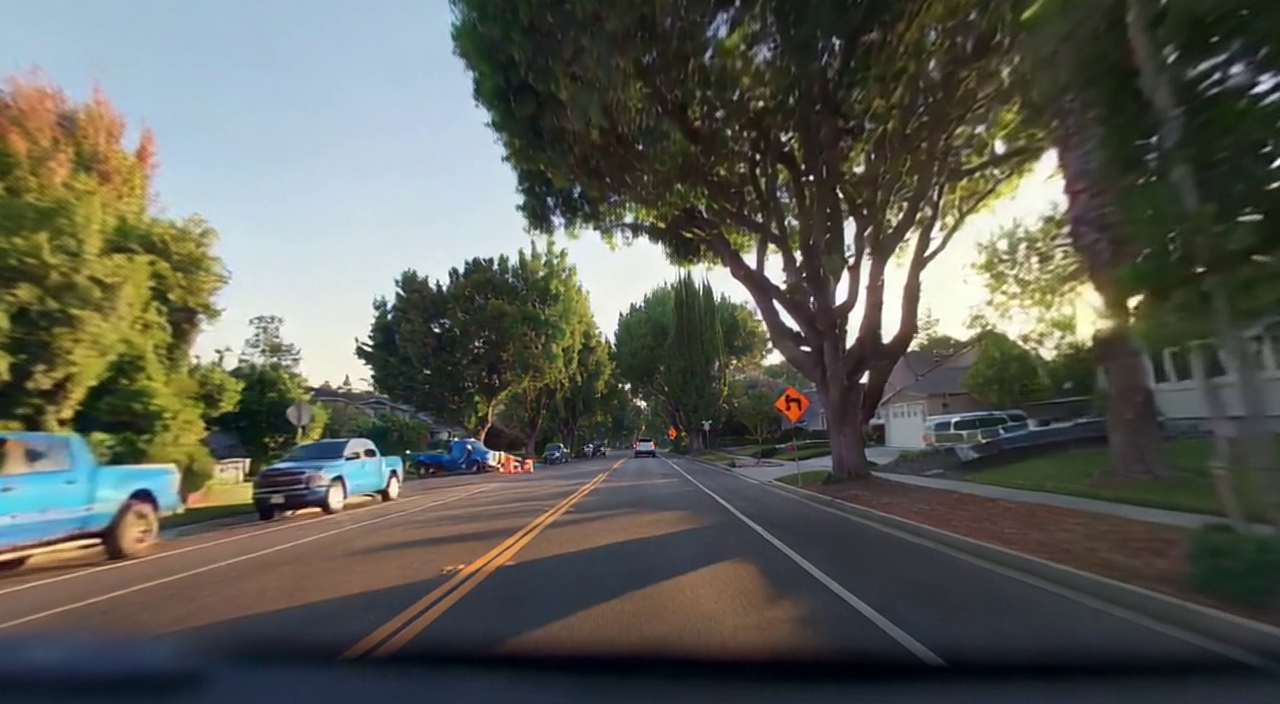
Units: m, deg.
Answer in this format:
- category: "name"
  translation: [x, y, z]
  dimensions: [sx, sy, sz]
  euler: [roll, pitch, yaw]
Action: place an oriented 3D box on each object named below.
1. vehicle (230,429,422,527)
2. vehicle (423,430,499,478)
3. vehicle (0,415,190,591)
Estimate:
- category: "vehicle"
  translation: [-8.239, 3.257, 17.404]
  dimensions: [2.375, 2.016, 5.936]
  euler: [-4, -7, -1]
- category: "vehicle"
  translation: [-10.474, 5.941, 36.836]
  dimensions: [4.120, 2.628, 2.064]
  euler: [3, -9, -19]
- category: "vehicle"
  translation: [-8.248, 1.746, 6.946]
  dimensions: [2.375, 1.923, 5.790]
  euler: [-4, -7, 1]
